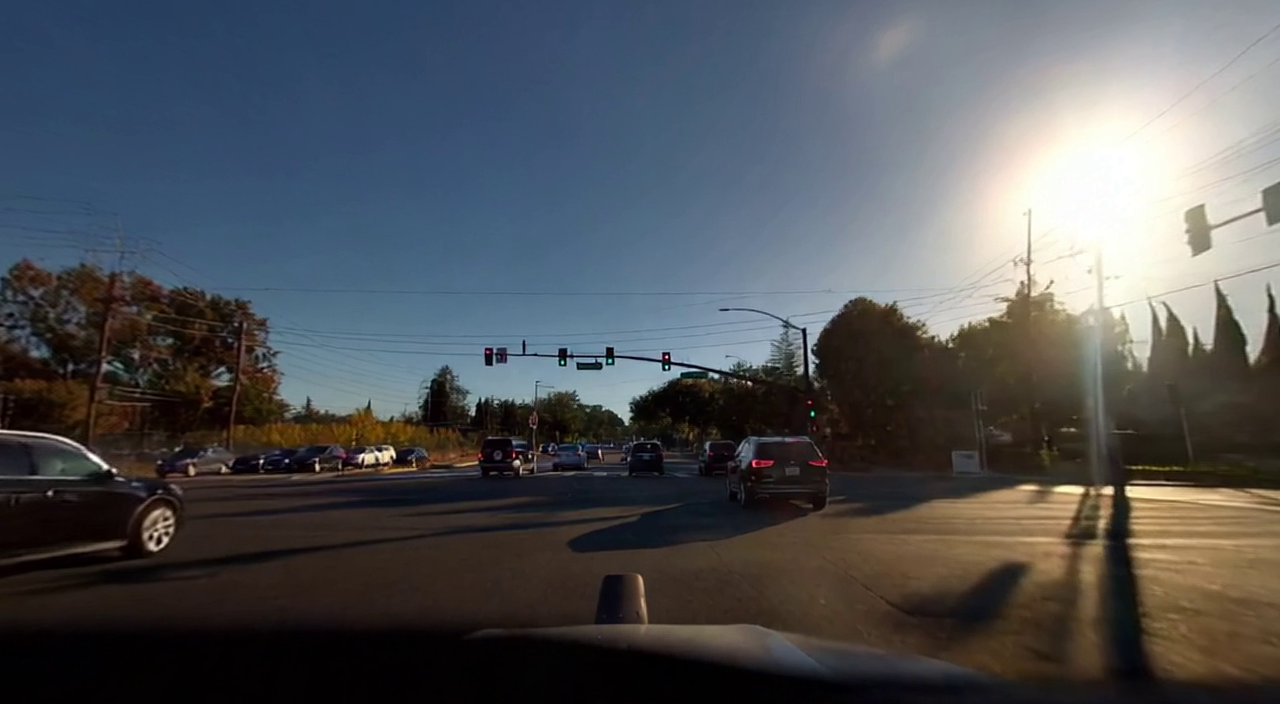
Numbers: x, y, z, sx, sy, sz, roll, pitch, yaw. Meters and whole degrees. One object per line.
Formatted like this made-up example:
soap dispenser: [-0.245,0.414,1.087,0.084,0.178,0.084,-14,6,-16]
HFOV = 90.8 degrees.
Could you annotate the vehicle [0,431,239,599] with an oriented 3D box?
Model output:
vehicle: [-6.588,1.569,6.449,1.930,1.468,4.560,0,-9,1]

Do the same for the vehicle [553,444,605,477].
vehicle: [-2.875,5.240,30.665,1.881,1.466,4.484,0,-9,3]

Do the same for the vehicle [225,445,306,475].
vehicle: [-21.421,6.173,36.313,1.891,1.577,4.238,0,-9,3]

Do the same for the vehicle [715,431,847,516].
vehicle: [3.055,2.755,14.793,2.034,1.655,4.465,0,-9,0]

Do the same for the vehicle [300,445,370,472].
vehicle: [-18.137,6.356,37.813,1.994,1.496,4.211,0,-9,2]

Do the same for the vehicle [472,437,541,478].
vehicle: [-6.325,5.046,30.555,2.116,1.812,4.609,0,-9,3]

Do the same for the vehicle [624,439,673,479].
vehicle: [0.448,4.961,29.543,2.111,1.712,4.078,0,-9,2]

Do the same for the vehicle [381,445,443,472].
vehicle: [-14.764,6.896,41.230,2.129,1.554,4.627,-2,-8,3]
